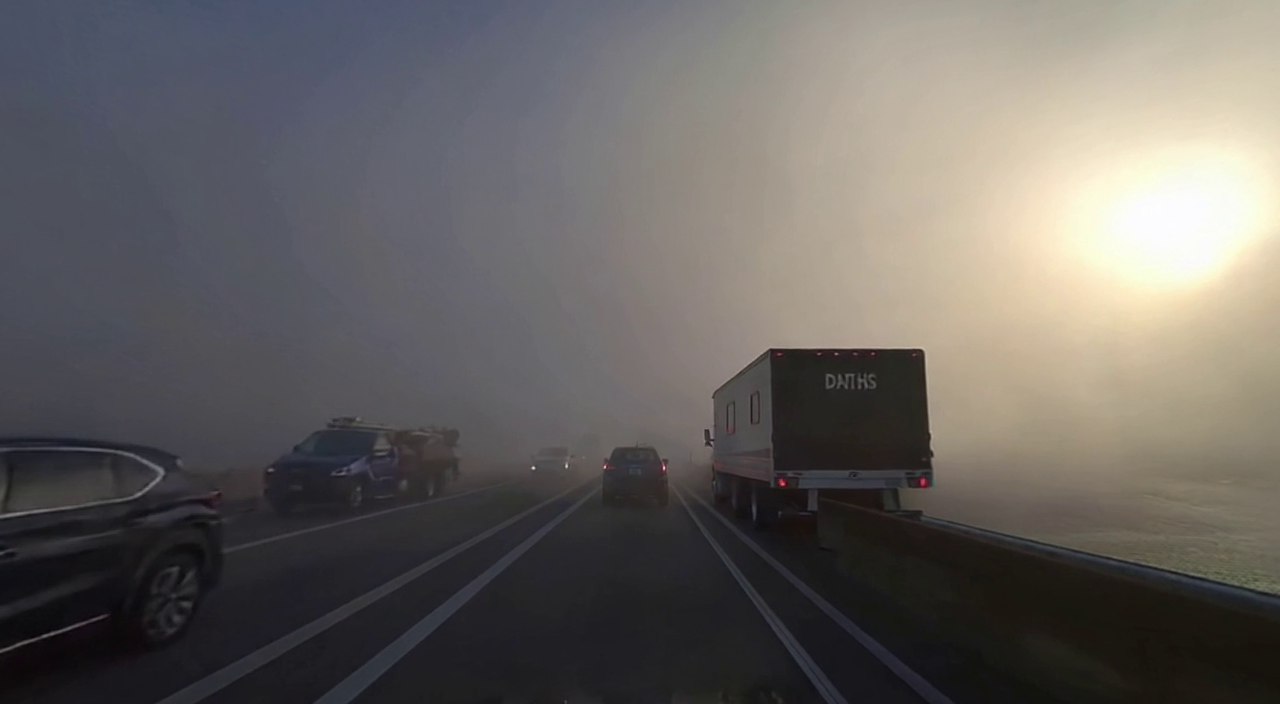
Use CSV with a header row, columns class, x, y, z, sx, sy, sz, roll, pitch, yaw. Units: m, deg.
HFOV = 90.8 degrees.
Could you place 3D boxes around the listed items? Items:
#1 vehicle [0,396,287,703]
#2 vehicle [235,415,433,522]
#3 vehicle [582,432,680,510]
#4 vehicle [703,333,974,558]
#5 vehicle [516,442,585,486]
class,x,y,z,sx,sy,sz,roll,pitch,yaw
vehicle,-4.096,1.005,3.001,2.023,1.576,4.784,0,-9,1
vehicle,-6.888,2.684,15.017,2.155,2.087,4.882,0,-9,1
vehicle,-0.186,2.998,16.260,2.201,1.719,4.058,0,-9,0
vehicle,2.952,1.749,11.949,2.533,2.942,7.280,0,-9,-2
vehicle,-3.619,4.626,26.437,2.098,1.659,4.432,0,-9,2
